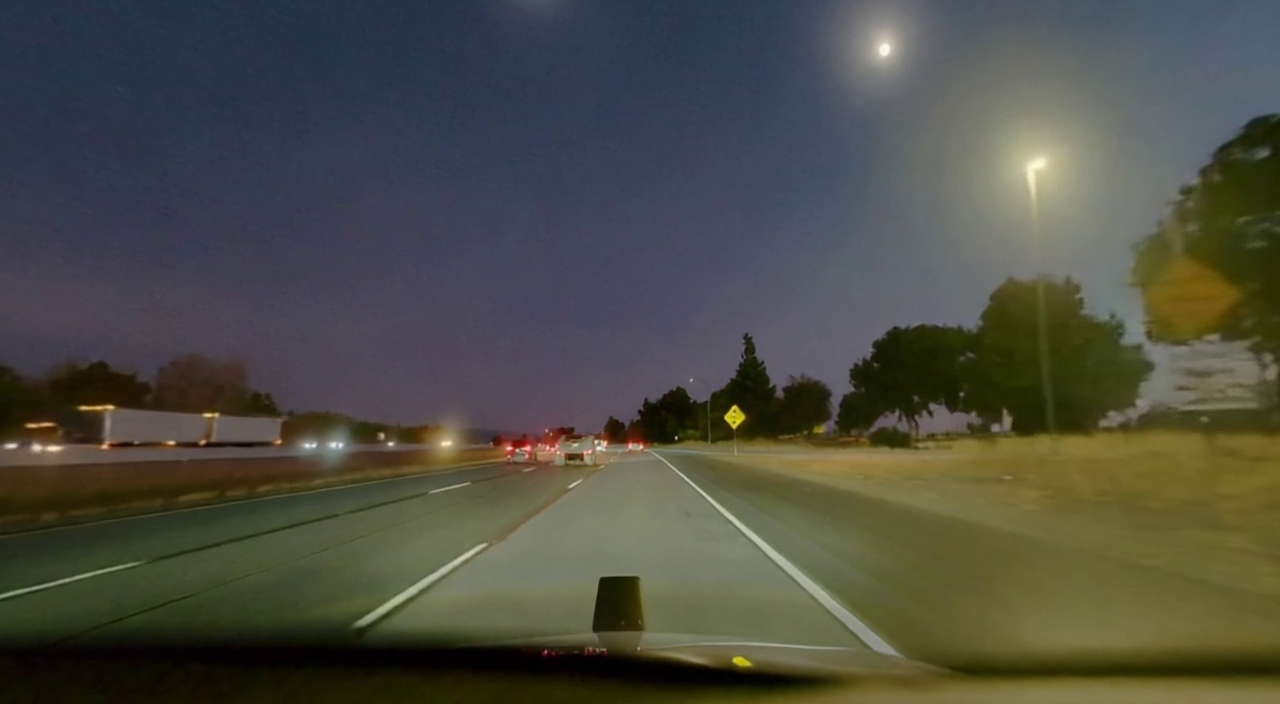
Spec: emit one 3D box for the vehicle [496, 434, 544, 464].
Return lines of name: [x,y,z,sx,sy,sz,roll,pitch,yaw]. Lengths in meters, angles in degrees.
vehicle: [-7.493,6.097,39.618,2.078,1.729,4.722,0,-8,0]

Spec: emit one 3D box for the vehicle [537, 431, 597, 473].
vehicle: [-3.203,4.474,28.258,2.194,1.766,3.720,0,-8,0]

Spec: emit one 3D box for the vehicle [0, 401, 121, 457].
vehicle: [-42.564,5.630,45.356,2.961,3.669,8.028,0,-8,2]
